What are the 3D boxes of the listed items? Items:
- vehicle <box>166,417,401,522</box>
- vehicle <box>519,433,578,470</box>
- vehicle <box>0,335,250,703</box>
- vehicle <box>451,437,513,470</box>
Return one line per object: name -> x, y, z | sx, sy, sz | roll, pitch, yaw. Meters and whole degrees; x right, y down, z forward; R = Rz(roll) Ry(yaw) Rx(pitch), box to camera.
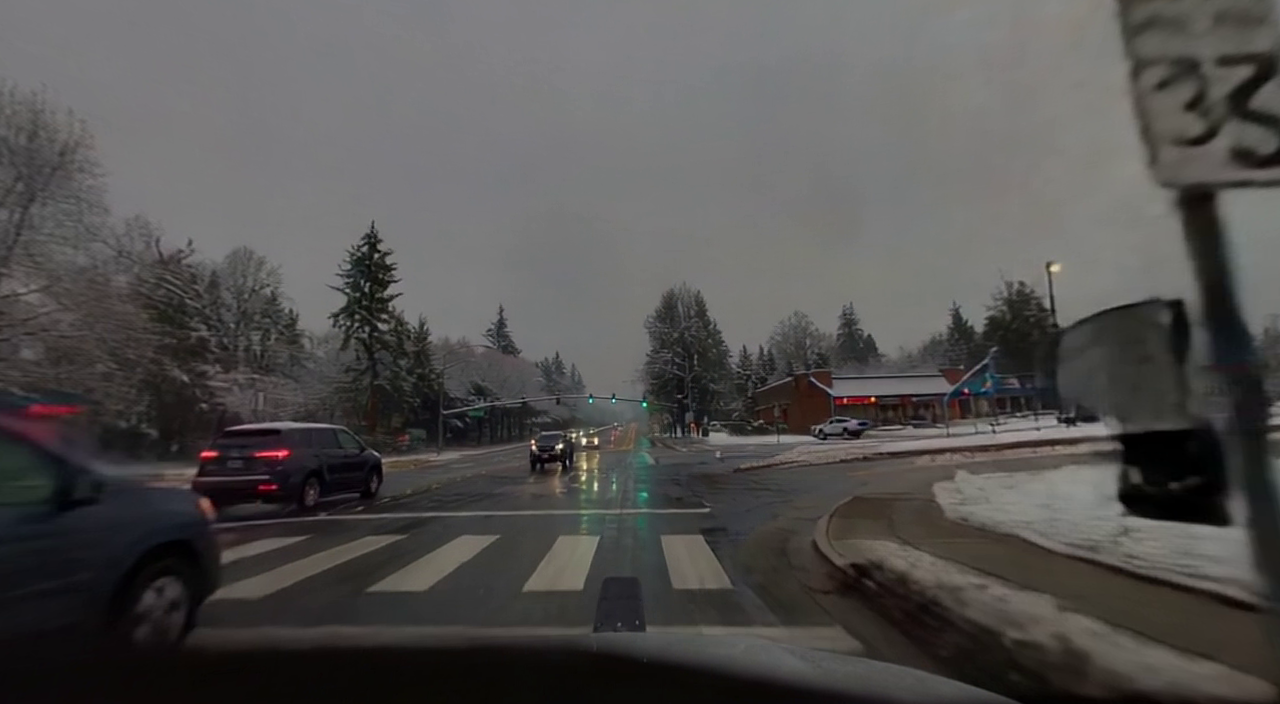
vehicle -> -7.000, 2.348, 13.140 | 2.102, 1.774, 4.662 | 0, -8, 1
vehicle -> -4.123, 4.564, 28.984 | 2.060, 1.580, 3.980 | 0, -8, 1
vehicle -> -3.893, 0.753, 2.048 | 2.306, 1.815, 4.476 | 0, -8, 1
vehicle -> -7.553, 4.908, 30.553 | 1.875, 1.479, 4.558 | 0, -8, -1
